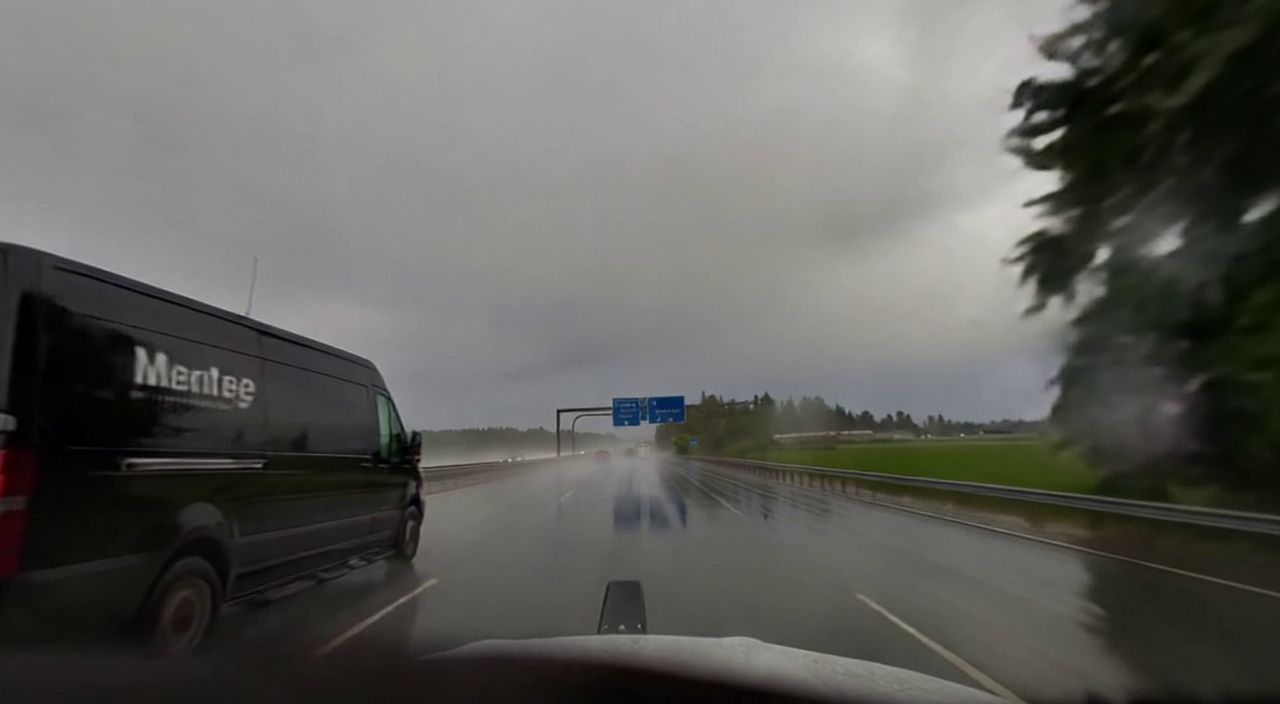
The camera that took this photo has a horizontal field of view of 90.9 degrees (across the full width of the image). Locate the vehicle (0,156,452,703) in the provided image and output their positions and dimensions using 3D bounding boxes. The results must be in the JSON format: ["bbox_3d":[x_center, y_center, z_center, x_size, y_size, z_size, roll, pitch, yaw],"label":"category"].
[{"bbox_3d":[-3.955,0.965,5.837,2.320,2.636,7.021,0,-9,-1],"label":"vehicle"}]
